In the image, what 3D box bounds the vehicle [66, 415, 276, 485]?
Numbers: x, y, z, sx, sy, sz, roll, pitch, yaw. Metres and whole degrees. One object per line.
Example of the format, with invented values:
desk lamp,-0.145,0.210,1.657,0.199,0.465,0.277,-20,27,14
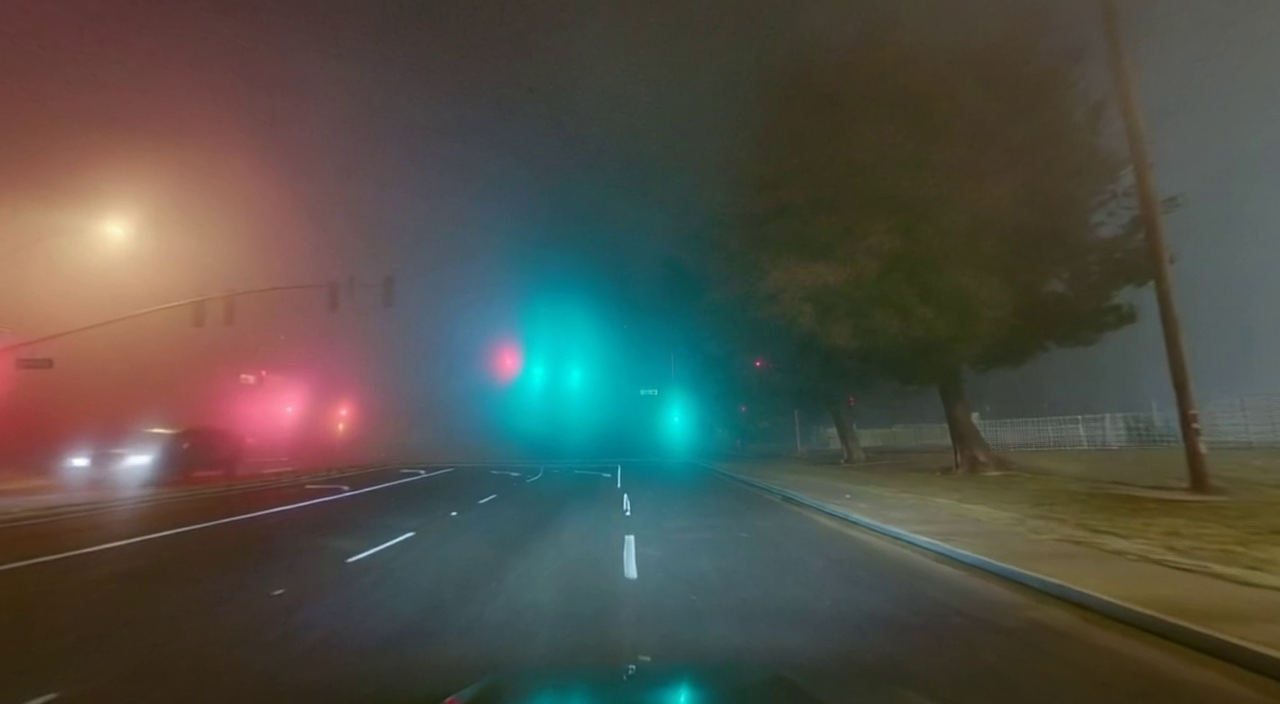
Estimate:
vehicle,-14.650,3.141,20.354,2.437,1.910,5.780,0,-9,-2
